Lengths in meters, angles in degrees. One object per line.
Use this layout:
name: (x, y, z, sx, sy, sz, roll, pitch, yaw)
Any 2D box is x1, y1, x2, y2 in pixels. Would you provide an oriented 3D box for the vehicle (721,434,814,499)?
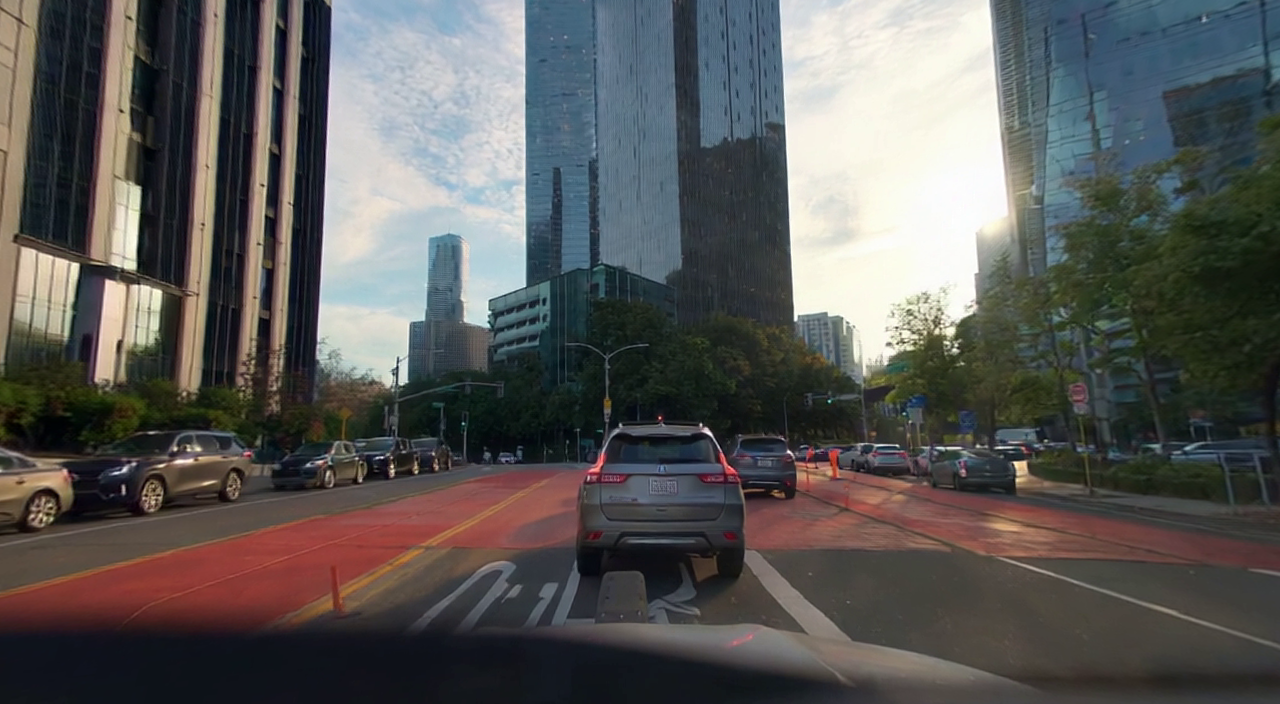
vehicle: (3.856, 3.555, 20.090, 2.143, 1.793, 4.763, 0, -8, 2)

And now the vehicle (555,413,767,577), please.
vehicle: (0.262, 1.804, 8.728, 2.192, 1.695, 4.142, 0, -8, 1)

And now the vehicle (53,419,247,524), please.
vehicle: (-10.334, 2.507, 13.696, 1.543, 1.946, 3.454, 1, -8, -5)

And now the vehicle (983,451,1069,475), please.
vehicle: (28.268, 8.067, 46.328, 5.153, 1.626, 1.895, -6, -11, 36)

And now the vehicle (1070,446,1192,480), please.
vehicle: (31.139, 7.027, 40.376, 5.890, 1.996, 2.155, -6, -10, 34)

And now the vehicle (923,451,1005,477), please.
vehicle: (23.338, 8.029, 45.626, 4.956, 1.706, 1.822, -6, -10, 34)

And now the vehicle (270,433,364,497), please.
vehicle: (-10.961, 3.820, 21.679, 1.559, 1.973, 3.419, 0, -8, -4)

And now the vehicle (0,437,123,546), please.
vehicle: (-9.975, 1.980, 8.918, 1.844, 1.524, 4.371, 0, -8, -4)

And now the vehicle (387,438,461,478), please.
vehicle: (-11.648, 5.738, 34.575, 2.338, 1.963, 5.740, 0, -8, -3)
